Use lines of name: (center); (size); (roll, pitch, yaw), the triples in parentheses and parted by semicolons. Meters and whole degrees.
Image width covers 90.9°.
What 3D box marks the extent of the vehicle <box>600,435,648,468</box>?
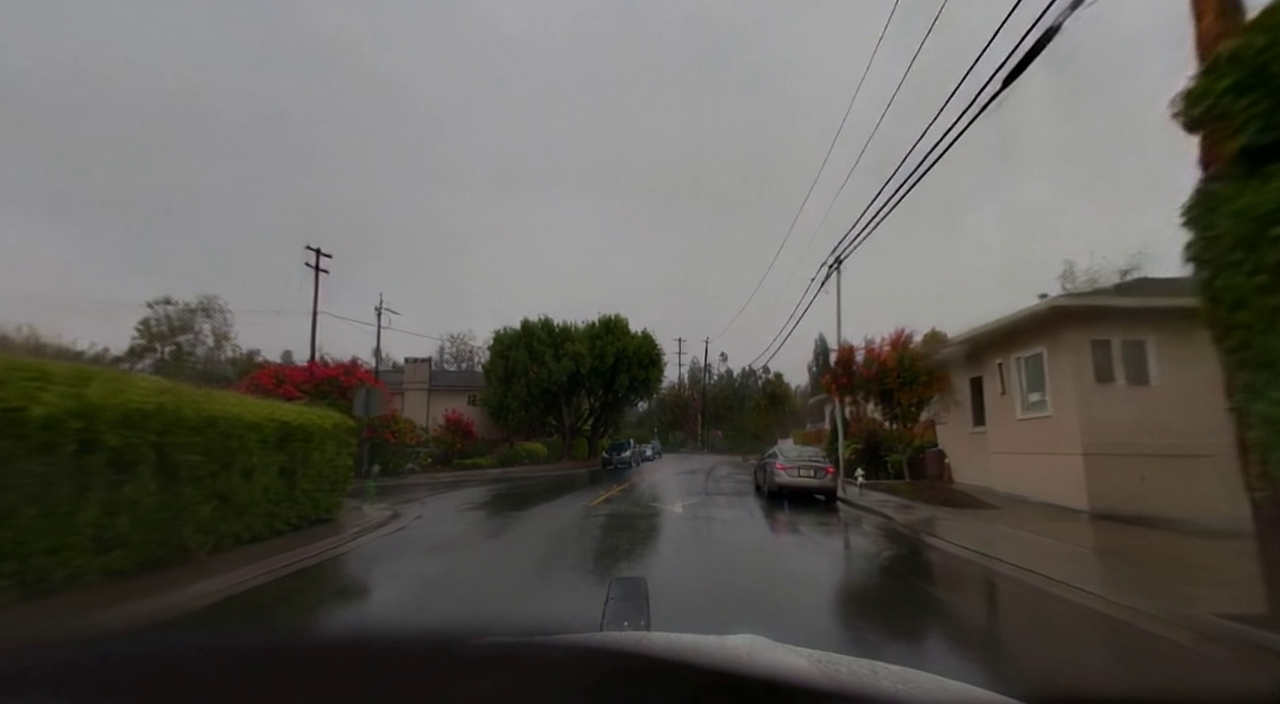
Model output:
vehicle: (-0.923, 6.374, 40.436); (2.463, 1.951, 5.794); (-1, -9, 4)

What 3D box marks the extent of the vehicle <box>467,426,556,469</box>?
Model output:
vehicle: (-8.914, 6.634, 43.771); (5.828, 2.818, 2.231); (2, -9, -12)

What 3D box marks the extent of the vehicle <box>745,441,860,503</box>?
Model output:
vehicle: (4.284, 3.255, 17.587); (2.151, 1.468, 5.066); (-1, -9, 4)
